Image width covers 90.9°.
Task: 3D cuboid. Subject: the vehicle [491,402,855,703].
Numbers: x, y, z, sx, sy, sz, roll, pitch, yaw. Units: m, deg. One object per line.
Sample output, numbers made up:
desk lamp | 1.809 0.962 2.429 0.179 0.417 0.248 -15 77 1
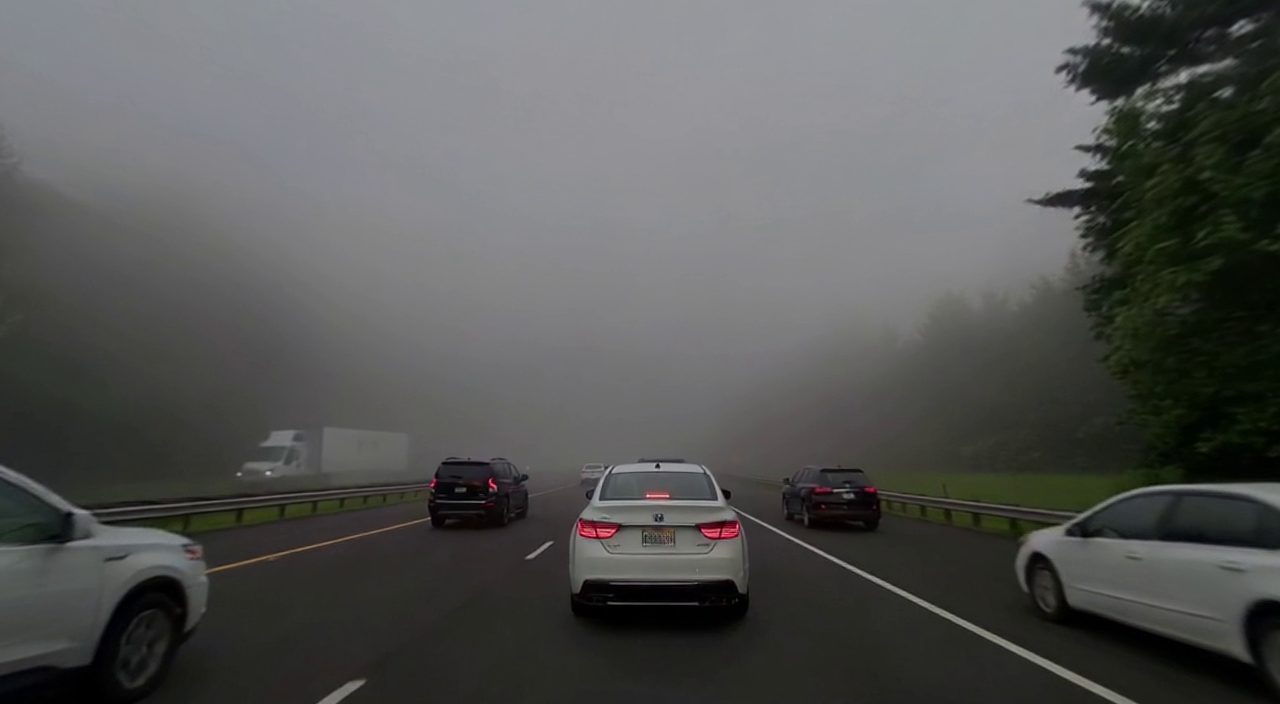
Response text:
vehicle | 0.171 1.548 5.745 2.057 1.725 4.126 1 -11 -1

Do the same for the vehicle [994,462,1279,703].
vehicle | 4.522 1.456 4.197 1.870 1.382 4.287 1 -11 1

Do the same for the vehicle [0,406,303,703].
vehicle | -3.901 1.086 3.180 1.994 1.556 4.263 1 -11 0

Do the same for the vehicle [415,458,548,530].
vehicle | -3.731 3.468 15.827 1.960 1.502 4.593 0 -11 2
